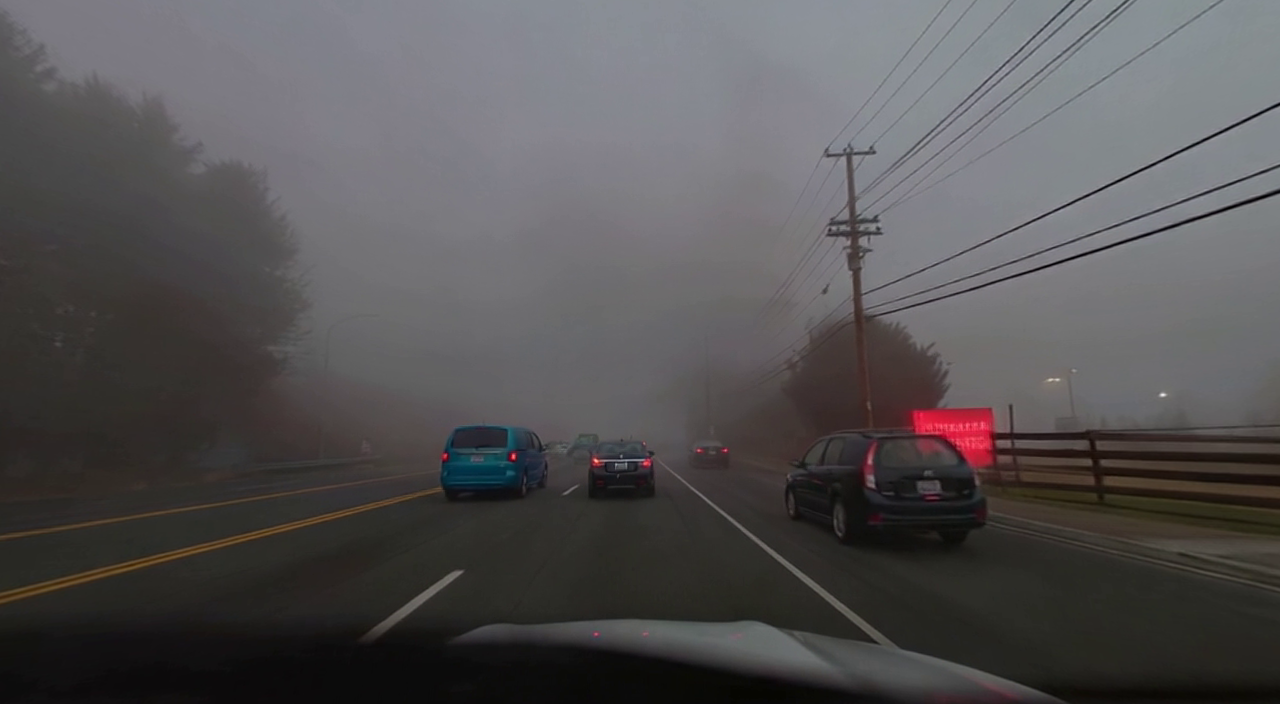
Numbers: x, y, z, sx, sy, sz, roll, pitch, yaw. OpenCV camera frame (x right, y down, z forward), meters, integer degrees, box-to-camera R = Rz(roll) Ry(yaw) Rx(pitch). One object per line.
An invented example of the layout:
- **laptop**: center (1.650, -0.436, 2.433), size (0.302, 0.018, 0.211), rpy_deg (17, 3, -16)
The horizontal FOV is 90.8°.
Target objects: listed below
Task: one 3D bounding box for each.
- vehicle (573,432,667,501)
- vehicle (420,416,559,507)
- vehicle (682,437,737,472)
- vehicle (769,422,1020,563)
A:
- **vehicle**: center (-0.438, 2.833, 16.000), size (2.097, 1.511, 3.809), rpy_deg (0, -8, 0)
- **vehicle**: center (-3.368, 2.570, 15.234), size (2.092, 1.839, 4.736), rpy_deg (0, -8, 1)
- **vehicle**: center (3.105, 4.688, 29.044), size (1.878, 1.479, 4.461), rpy_deg (0, -8, -2)
- **vehicle**: center (3.175, 1.811, 8.822), size (1.880, 1.521, 3.724), rpy_deg (0, -8, -1)
